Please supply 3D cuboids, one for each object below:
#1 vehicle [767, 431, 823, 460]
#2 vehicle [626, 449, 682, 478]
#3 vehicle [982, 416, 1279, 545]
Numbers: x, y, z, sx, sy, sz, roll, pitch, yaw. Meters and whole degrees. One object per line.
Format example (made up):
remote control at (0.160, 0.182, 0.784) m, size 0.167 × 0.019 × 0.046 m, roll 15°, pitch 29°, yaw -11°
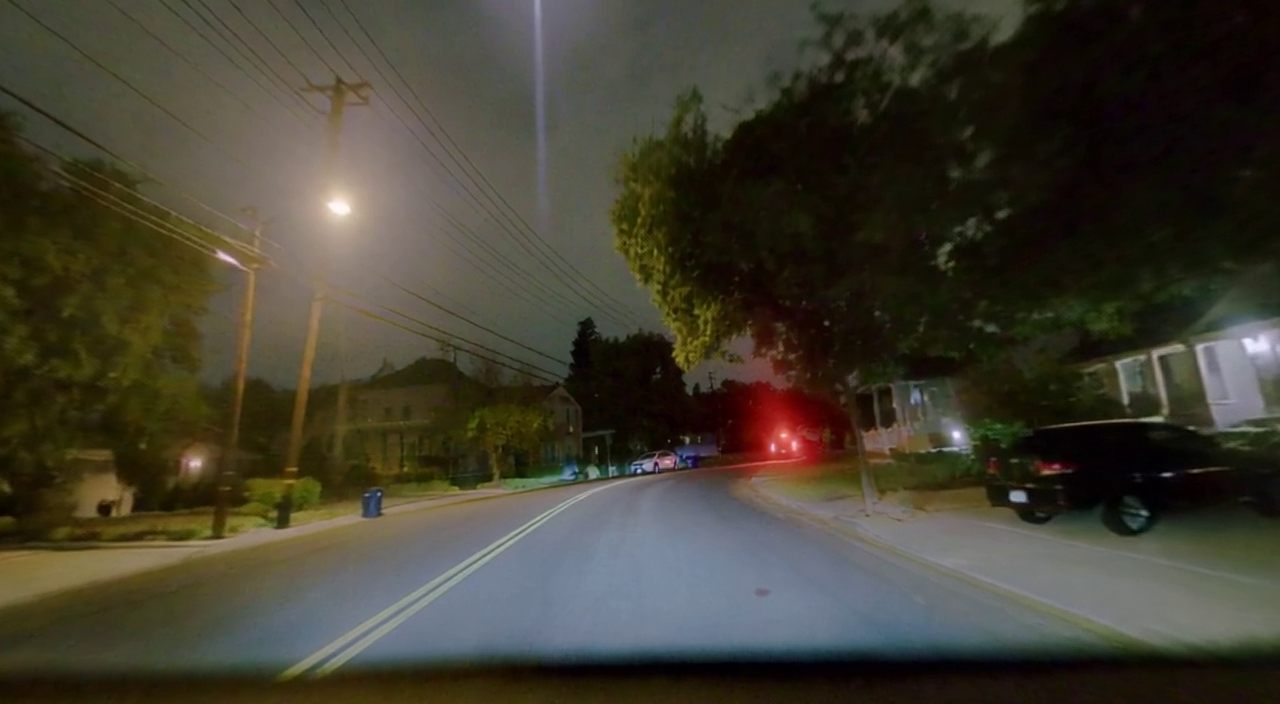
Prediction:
vehicle at (11.250, 6.723, 45.572) m, size 2.086 × 1.974 × 4.890 m, roll -6°, pitch -10°, yaw 36°
vehicle at (1.069, 8.109, 46.180) m, size 2.039 × 1.949 × 4.511 m, roll -5°, pitch -10°, yaw 32°
vehicle at (7.710, 1.889, 9.640) m, size 3.846 × 1.725 × 1.920 m, roll 0°, pitch -8°, yaw -3°
